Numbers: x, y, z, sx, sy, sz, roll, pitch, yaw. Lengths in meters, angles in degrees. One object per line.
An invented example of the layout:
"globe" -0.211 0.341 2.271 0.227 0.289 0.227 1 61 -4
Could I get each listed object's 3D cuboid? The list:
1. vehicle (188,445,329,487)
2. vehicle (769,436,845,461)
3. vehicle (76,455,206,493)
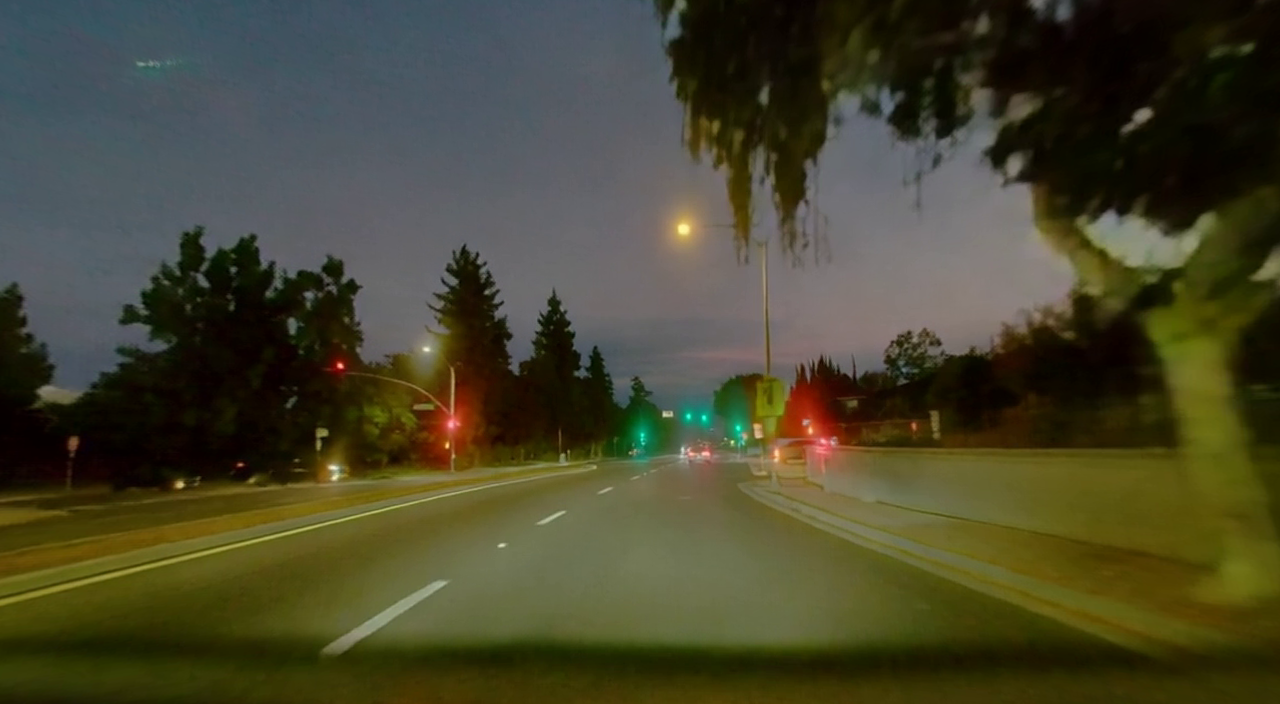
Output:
"vehicle" -20.397 6.079 34.060 5.938 2.098 2.333 1 -9 -10
"vehicle" 12.024 6.946 45.551 4.906 1.729 2.414 -4 -9 24
"vehicle" -26.006 6.342 33.117 4.861 1.784 1.947 1 -9 -10
